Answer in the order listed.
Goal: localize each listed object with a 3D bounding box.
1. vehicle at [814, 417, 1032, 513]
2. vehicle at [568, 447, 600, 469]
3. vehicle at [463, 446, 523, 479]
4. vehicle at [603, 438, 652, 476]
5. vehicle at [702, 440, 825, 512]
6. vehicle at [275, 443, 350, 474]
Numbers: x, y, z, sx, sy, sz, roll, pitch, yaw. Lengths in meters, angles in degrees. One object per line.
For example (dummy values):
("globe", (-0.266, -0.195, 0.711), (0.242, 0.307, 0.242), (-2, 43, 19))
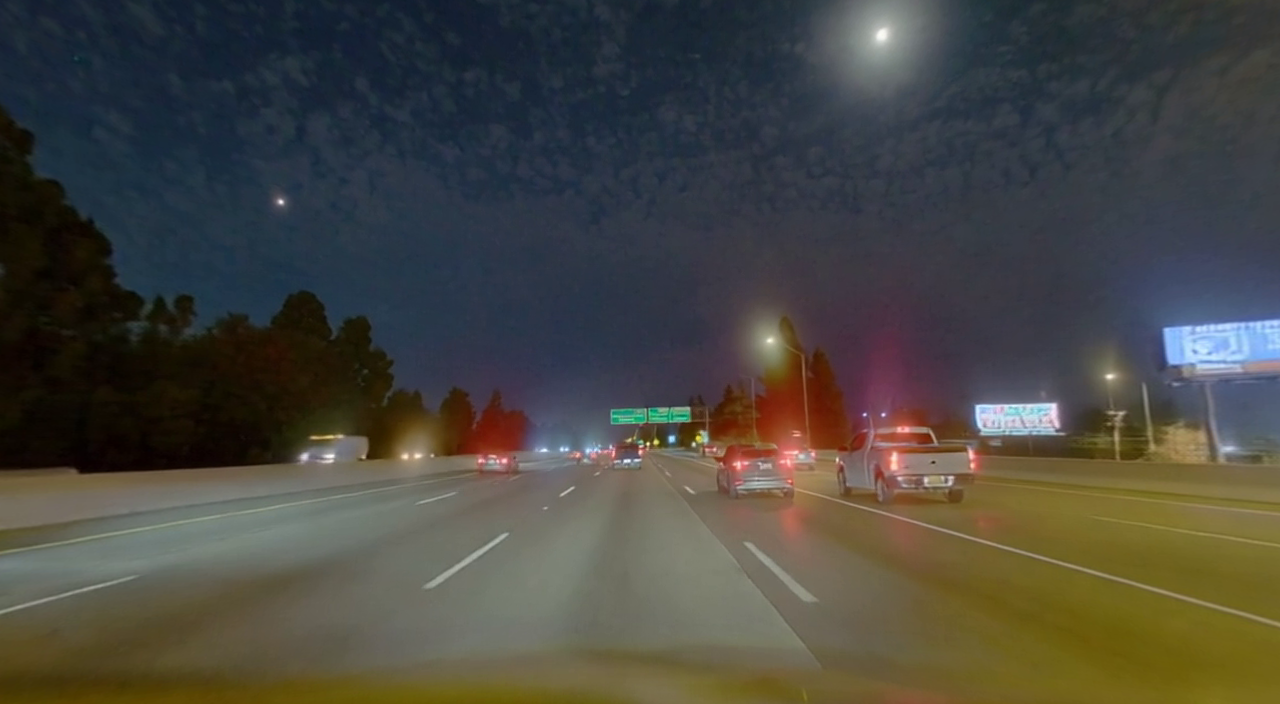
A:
("vehicle", (6.515, 2.707, 15.722), (2.635, 1.919, 5.907), (0, -8, -1))
("vehicle", (-4.047, 7.711, 46.164), (1.935, 1.487, 4.076), (0, -8, 0))
("vehicle", (-7.251, 5.475, 31.541), (1.920, 1.482, 4.385), (0, -8, 0))
("vehicle", (-0.620, 5.388, 32.662), (2.323, 1.805, 4.729), (0, -8, 0))
("vehicle", (2.768, 2.870, 15.198), (2.011, 1.462, 4.286), (0, -8, -1))
("vehicle", (-19.175, 6.227, 37.236), (1.845, 1.731, 4.715), (0, -8, 1))
